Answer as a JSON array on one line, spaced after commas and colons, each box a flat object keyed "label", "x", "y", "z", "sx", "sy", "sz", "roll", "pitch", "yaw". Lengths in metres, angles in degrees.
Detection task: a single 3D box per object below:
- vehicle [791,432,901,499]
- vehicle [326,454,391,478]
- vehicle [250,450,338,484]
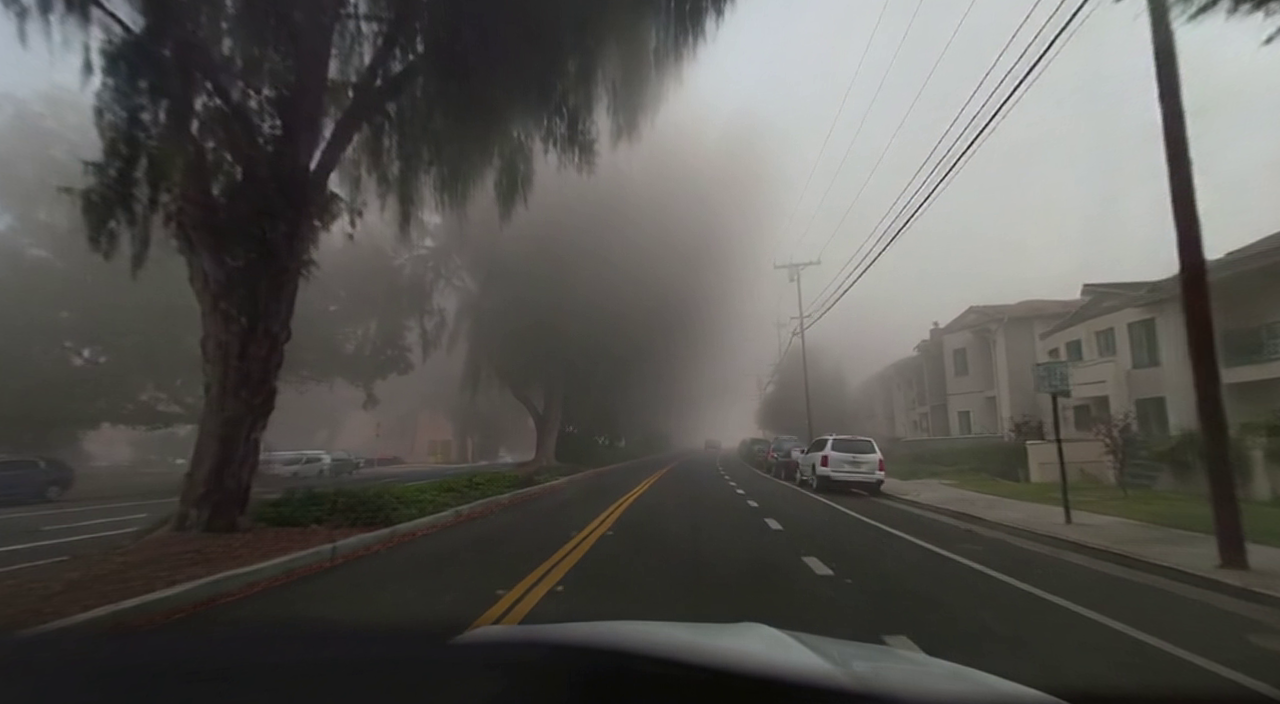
[{"label": "vehicle", "x": 5.631, "y": 3.137, "z": 17.832, "sx": 2.011, "sy": 1.649, "sz": 4.001, "roll": -1, "pitch": -8, "yaw": 4}, {"label": "vehicle", "x": -19.672, "y": 7.962, "z": 44.301, "sx": 1.909, "sy": 1.451, "sz": 4.757, "roll": -1, "pitch": -8, "yaw": 7}, {"label": "vehicle", "x": -20.690, "y": 6.850, "z": 37.971, "sx": 2.060, "sy": 1.814, "sz": 5.097, "roll": -1, "pitch": -8, "yaw": 5}]
